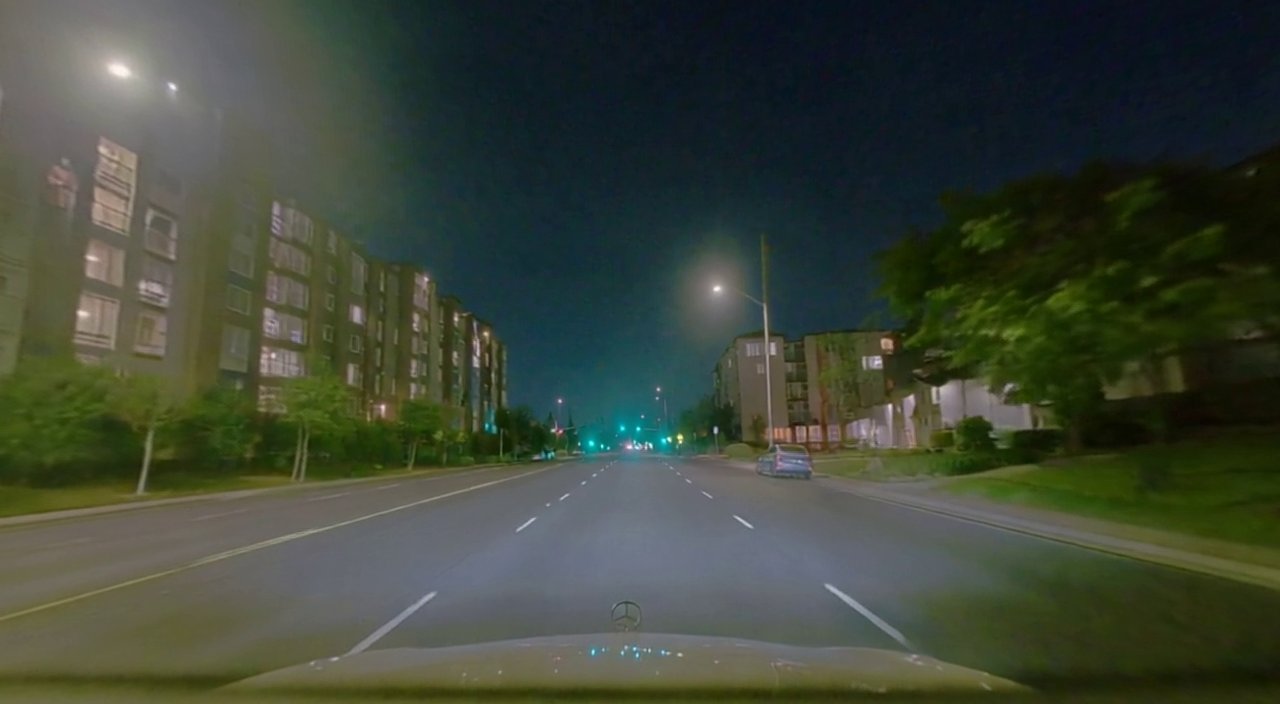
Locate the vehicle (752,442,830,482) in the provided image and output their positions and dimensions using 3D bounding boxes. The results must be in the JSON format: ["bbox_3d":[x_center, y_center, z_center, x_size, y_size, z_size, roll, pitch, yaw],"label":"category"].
[{"bbox_3d":[6.283,4.632,26.850,1.948,1.526,4.518,0,-9,-3],"label":"vehicle"}]
